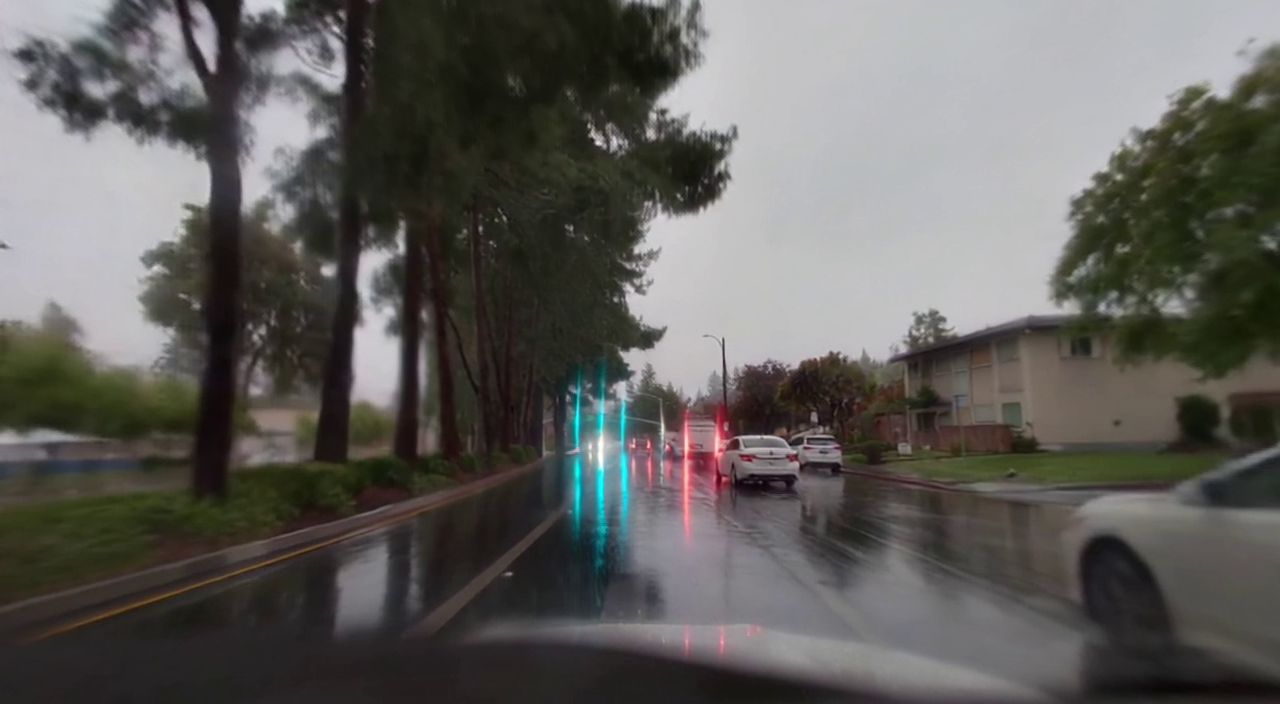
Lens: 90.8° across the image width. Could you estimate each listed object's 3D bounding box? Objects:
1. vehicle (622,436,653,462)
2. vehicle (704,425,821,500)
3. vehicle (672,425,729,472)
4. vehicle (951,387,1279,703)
[{"bbox_3d":[-0.171,6.648,43.496,2.052,1.693,4.554,0,-8,0],"label":"vehicle"},{"bbox_3d":[3.060,2.877,16.880,2.041,1.688,4.717,0,-8,-2],"label":"vehicle"},{"bbox_3d":[2.874,4.798,31.467,2.268,2.090,6.113,0,-8,0],"label":"vehicle"},{"bbox_3d":[3.774,0.940,2.859,2.165,1.513,4.911,0,-8,-1],"label":"vehicle"}]
